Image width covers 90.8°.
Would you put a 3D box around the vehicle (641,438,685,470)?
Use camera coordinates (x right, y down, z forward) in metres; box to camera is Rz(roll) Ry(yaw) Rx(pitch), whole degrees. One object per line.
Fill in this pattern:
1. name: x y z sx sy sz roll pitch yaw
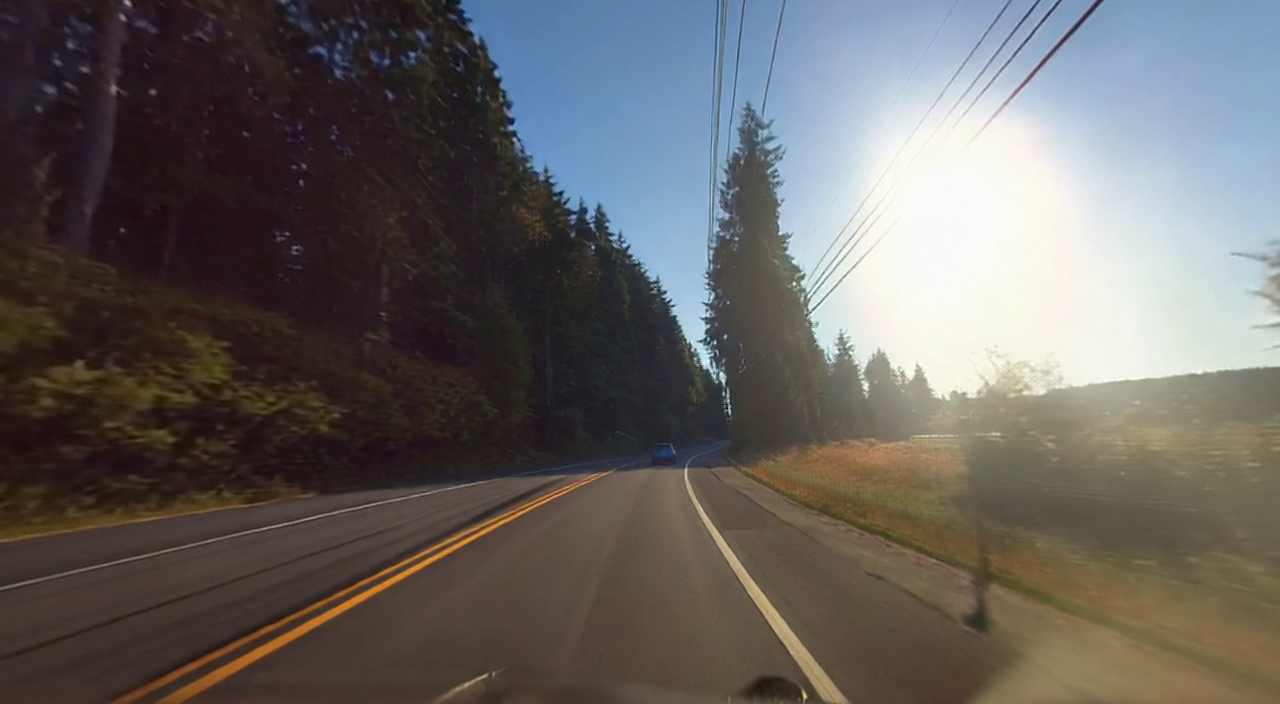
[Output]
1. vehicle: 1.246 5.173 32.312 2.059 1.524 3.963 -1 -8 5
